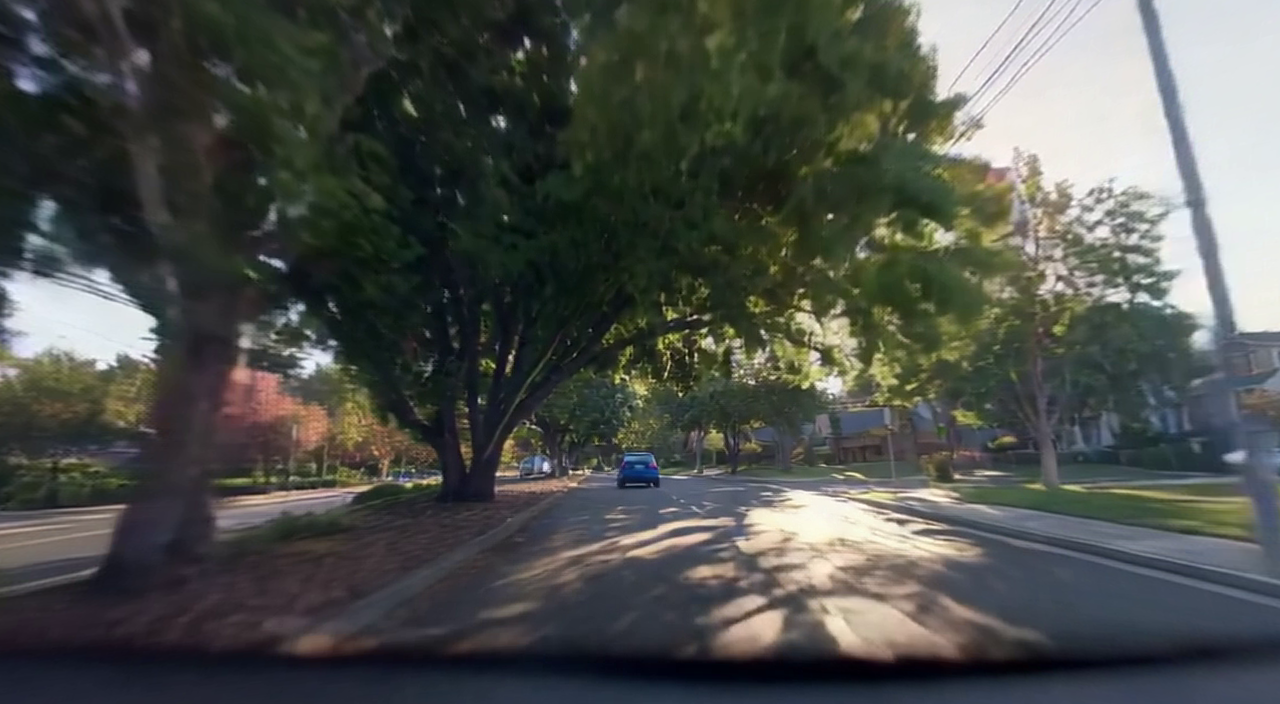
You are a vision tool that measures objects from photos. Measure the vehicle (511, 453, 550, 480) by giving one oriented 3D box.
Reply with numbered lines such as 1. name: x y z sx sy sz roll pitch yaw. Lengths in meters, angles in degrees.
1. vehicle: -7.515 7.908 43.808 2.046 1.730 4.310 0 -8 -1

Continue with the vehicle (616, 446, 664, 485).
1. vehicle: -0.062 5.292 29.841 2.139 1.699 3.916 0 -8 -2

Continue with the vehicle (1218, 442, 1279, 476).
1. vehicle: 36.040 6.046 35.892 4.461 1.828 2.165 1 -8 -6
